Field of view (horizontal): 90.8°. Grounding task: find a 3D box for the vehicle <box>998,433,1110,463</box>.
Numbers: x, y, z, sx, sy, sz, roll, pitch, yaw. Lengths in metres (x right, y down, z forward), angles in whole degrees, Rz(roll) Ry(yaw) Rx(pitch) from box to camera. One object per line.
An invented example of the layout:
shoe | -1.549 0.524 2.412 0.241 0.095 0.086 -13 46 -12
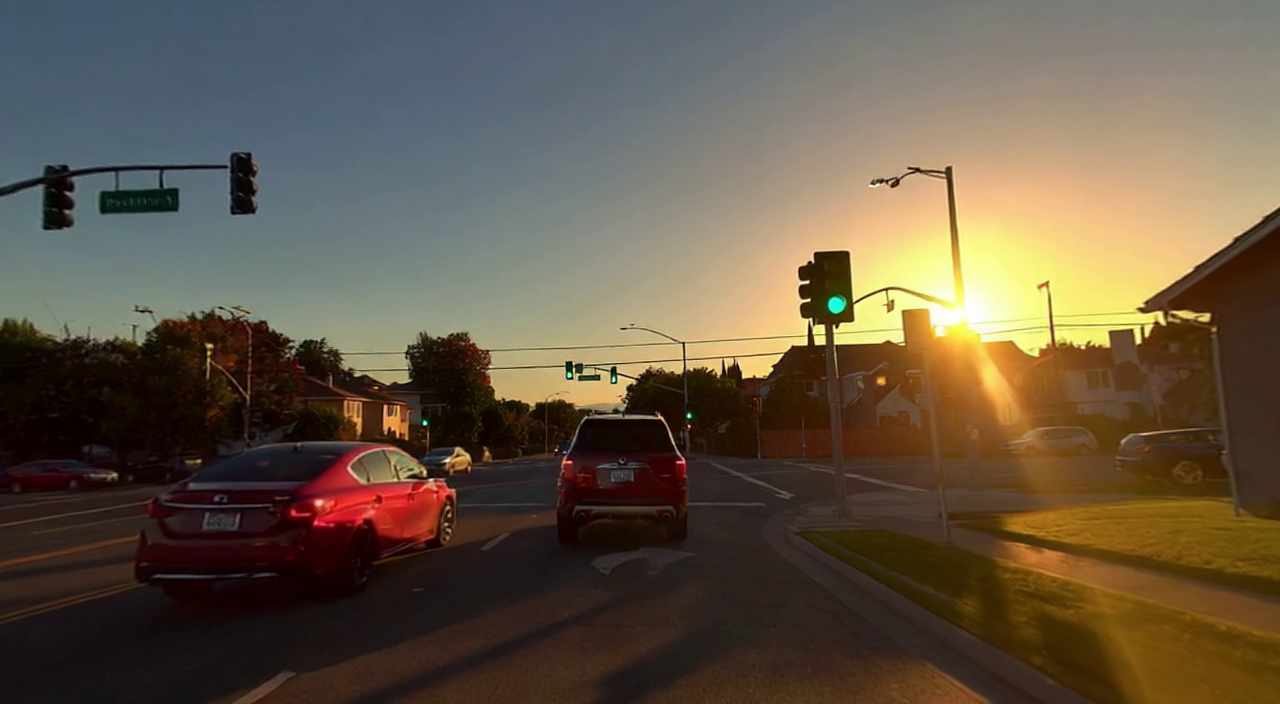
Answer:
vehicle | 21.357 4.983 32.780 4.353 1.431 1.876 -2 -9 14

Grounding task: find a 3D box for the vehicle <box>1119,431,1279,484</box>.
vehicle | 17.237 3.048 18.433 4.715 1.439 1.874 -2 -9 14

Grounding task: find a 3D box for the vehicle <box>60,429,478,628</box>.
vehicle | -3.330 1.643 6.944 1.934 1.459 4.368 0 -8 0

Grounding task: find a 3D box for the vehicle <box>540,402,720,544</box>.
vehicle | -0.182 1.957 10.850 2.396 1.881 4.606 0 -8 -1
